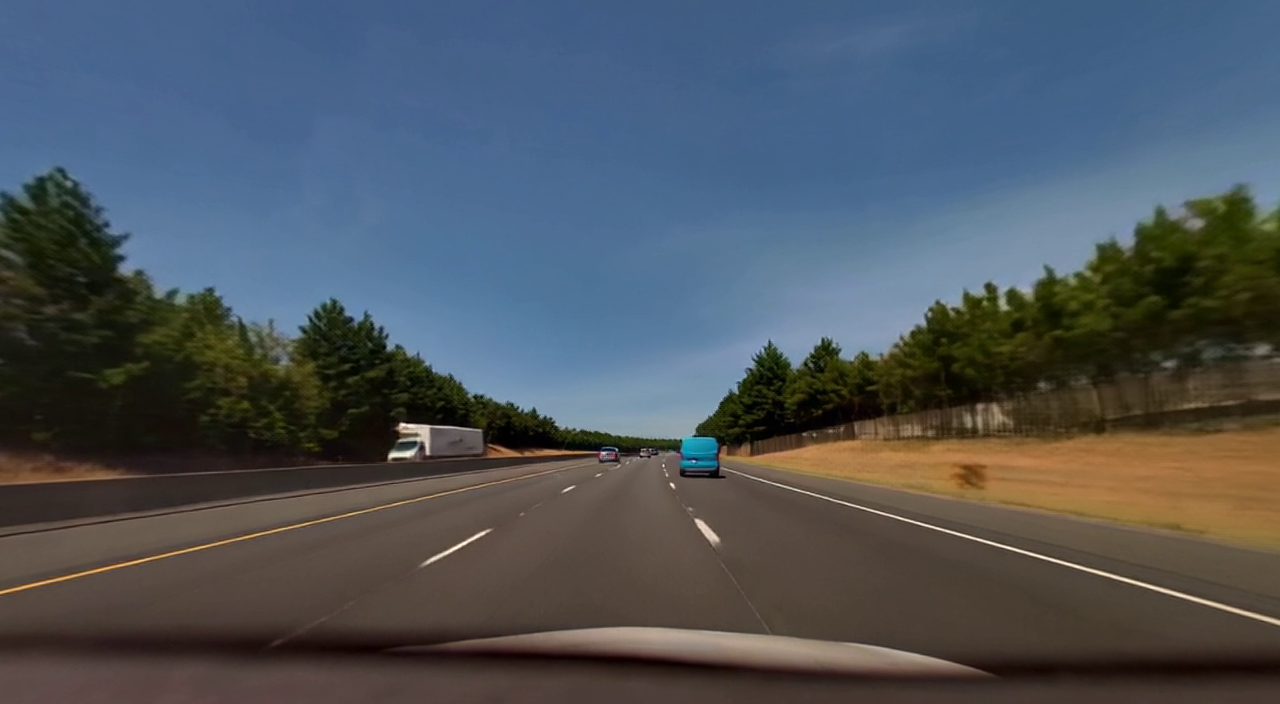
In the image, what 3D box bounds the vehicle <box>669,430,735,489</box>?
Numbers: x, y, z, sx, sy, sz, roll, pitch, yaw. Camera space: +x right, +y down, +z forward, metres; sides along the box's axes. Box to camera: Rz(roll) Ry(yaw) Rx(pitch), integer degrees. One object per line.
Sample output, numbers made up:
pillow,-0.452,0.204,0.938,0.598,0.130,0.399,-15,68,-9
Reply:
vehicle,2.279,4.151,24.593,2.219,2.033,4.911,-1,-9,2
